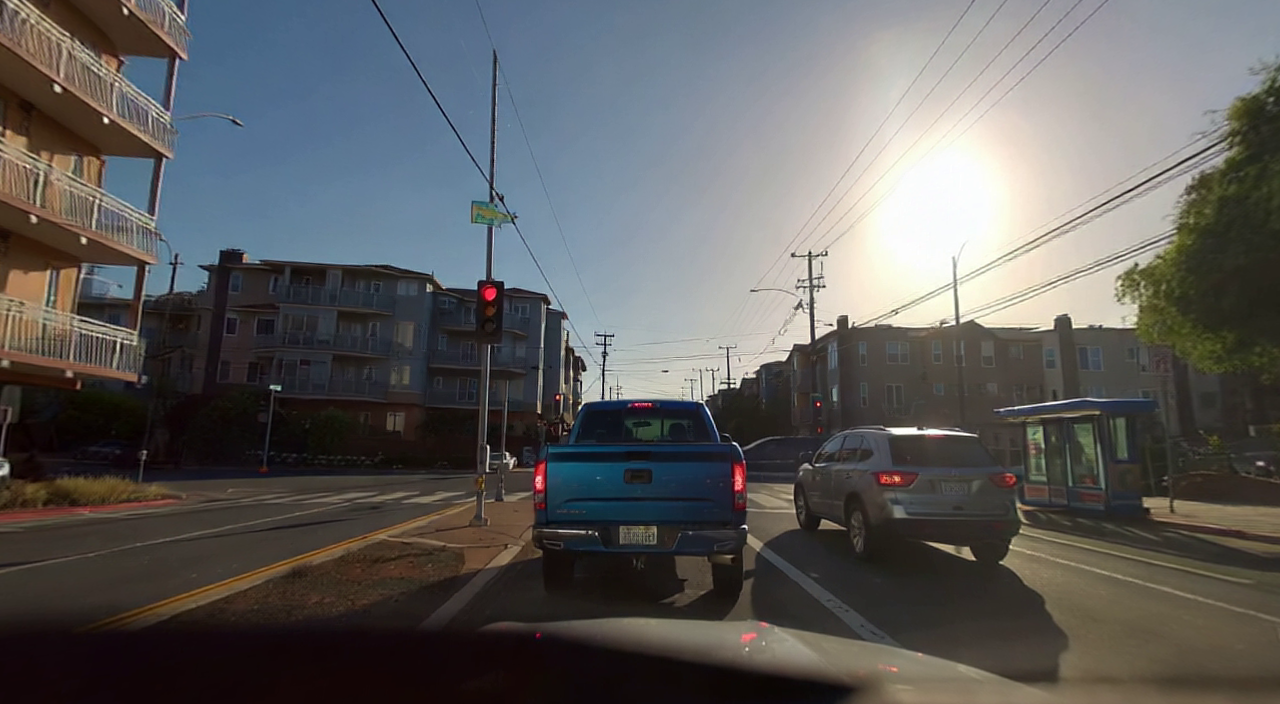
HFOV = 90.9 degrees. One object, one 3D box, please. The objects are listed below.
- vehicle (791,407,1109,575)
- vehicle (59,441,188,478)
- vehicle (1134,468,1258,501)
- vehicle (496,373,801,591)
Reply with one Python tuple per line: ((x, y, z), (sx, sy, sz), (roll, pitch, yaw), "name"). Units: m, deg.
((3.849, 1.816, 9.097), (2.131, 1.759, 4.762), (0, -8, 0), "vehicle")
((-24.866, 5.182, 30.475), (4.563, 1.692, 1.778), (0, -8, -1), "vehicle")
((26.367, 6.276, 29.985), (4.071, 1.388, 1.884), (0, -8, 1), "vehicle")
((0.106, 1.547, 8.309), (2.738, 1.959, 5.070), (0, -8, 1), "vehicle")
